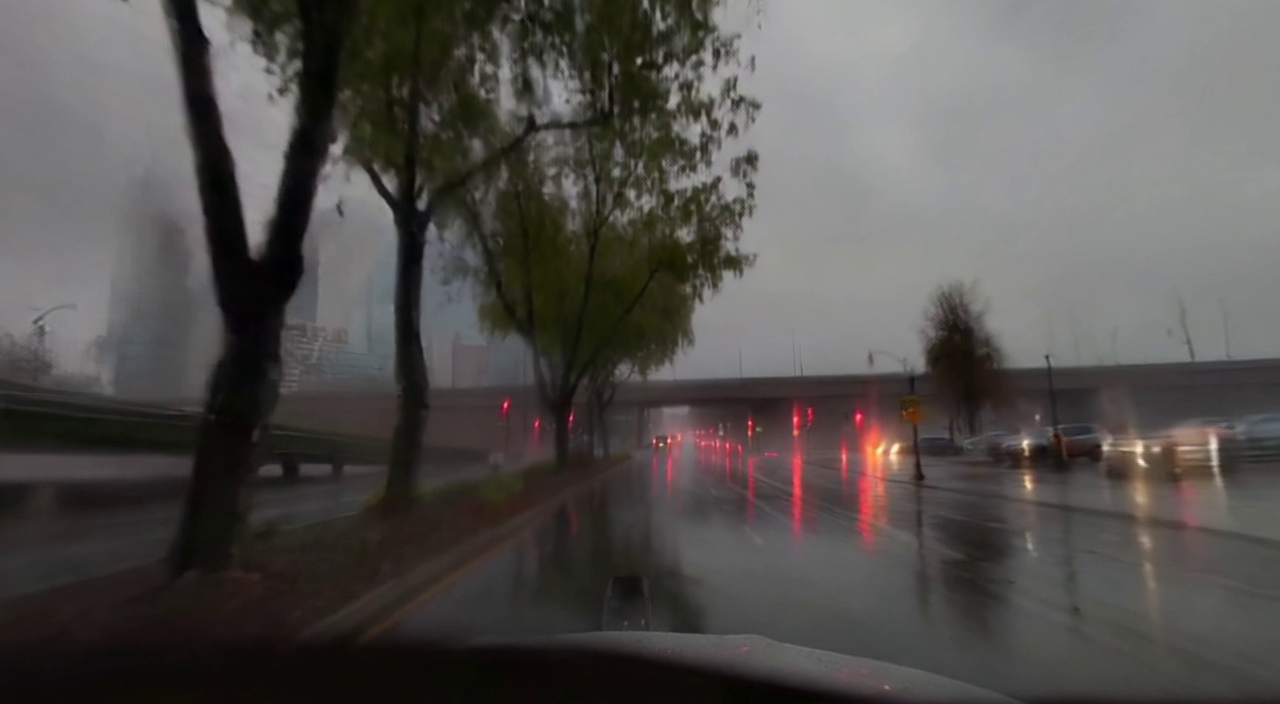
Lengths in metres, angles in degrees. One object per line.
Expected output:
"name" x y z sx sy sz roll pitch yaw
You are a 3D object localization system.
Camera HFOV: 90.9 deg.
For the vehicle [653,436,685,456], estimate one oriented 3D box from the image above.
"vehicle" 2.250 7.115 47.699 2.280 1.475 4.051 -1 -8 4
